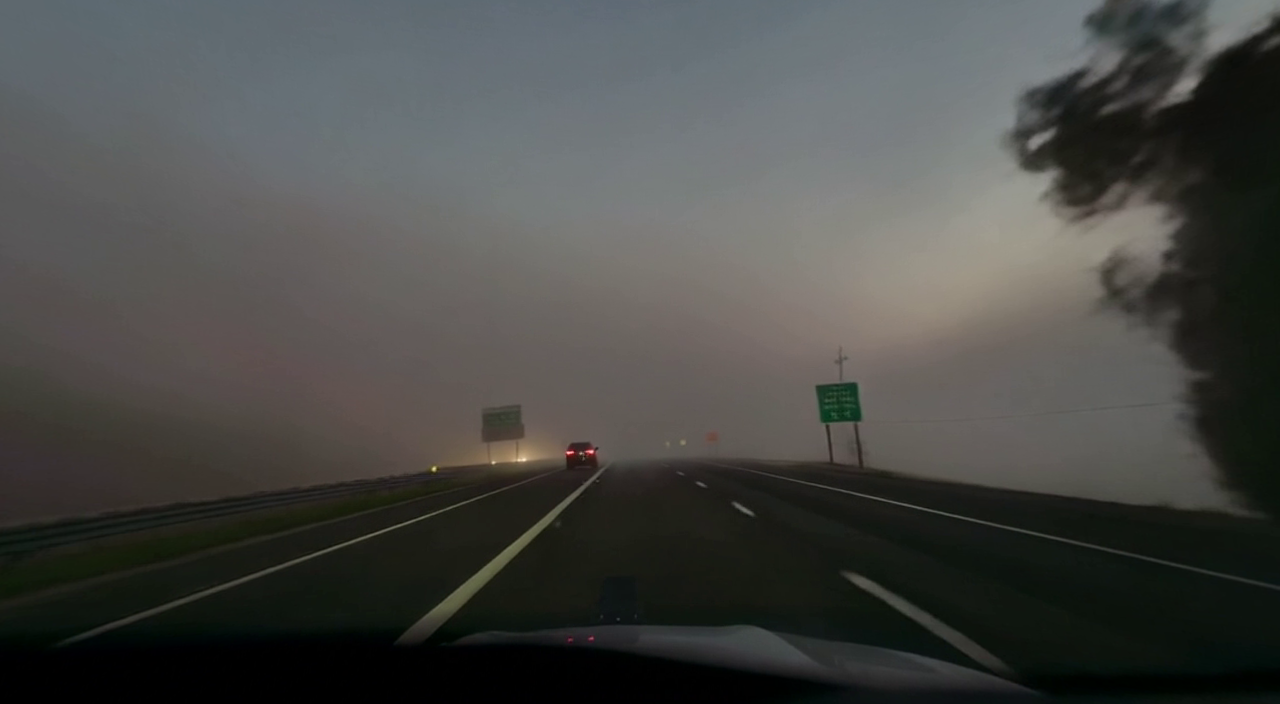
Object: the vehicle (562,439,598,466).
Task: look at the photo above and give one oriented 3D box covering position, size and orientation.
[{"bbox_3d":[-4.292,7.341,46.272,2.130,1.823,4.761,0,-8,0],"label":"vehicle"}]
